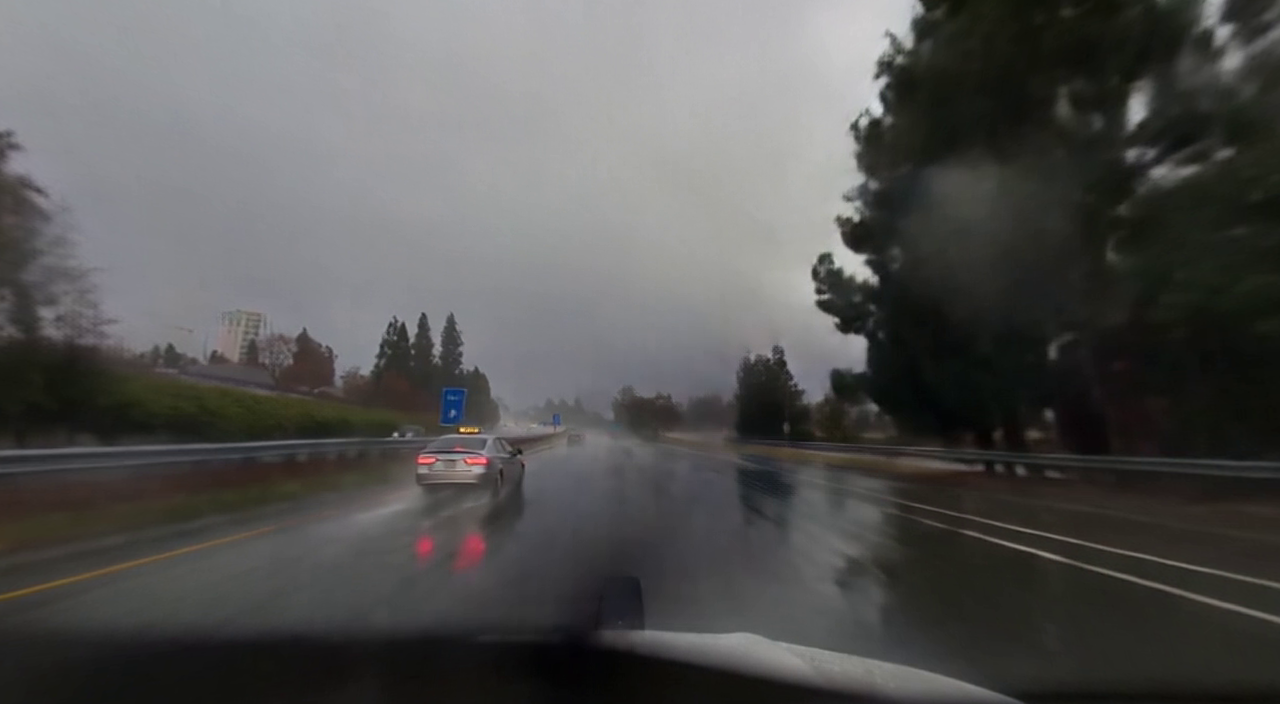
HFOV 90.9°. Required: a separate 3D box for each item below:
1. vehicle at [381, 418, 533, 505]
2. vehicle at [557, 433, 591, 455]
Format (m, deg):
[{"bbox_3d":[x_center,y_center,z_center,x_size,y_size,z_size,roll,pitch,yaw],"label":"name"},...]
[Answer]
[{"bbox_3d":[-3.823,2.372,14.161,2.047,1.612,4.631,0,-8,0],"label":"vehicle"},{"bbox_3d":[-4.289,6.011,41.338,1.874,1.369,3.875,0,-8,-1],"label":"vehicle"}]
